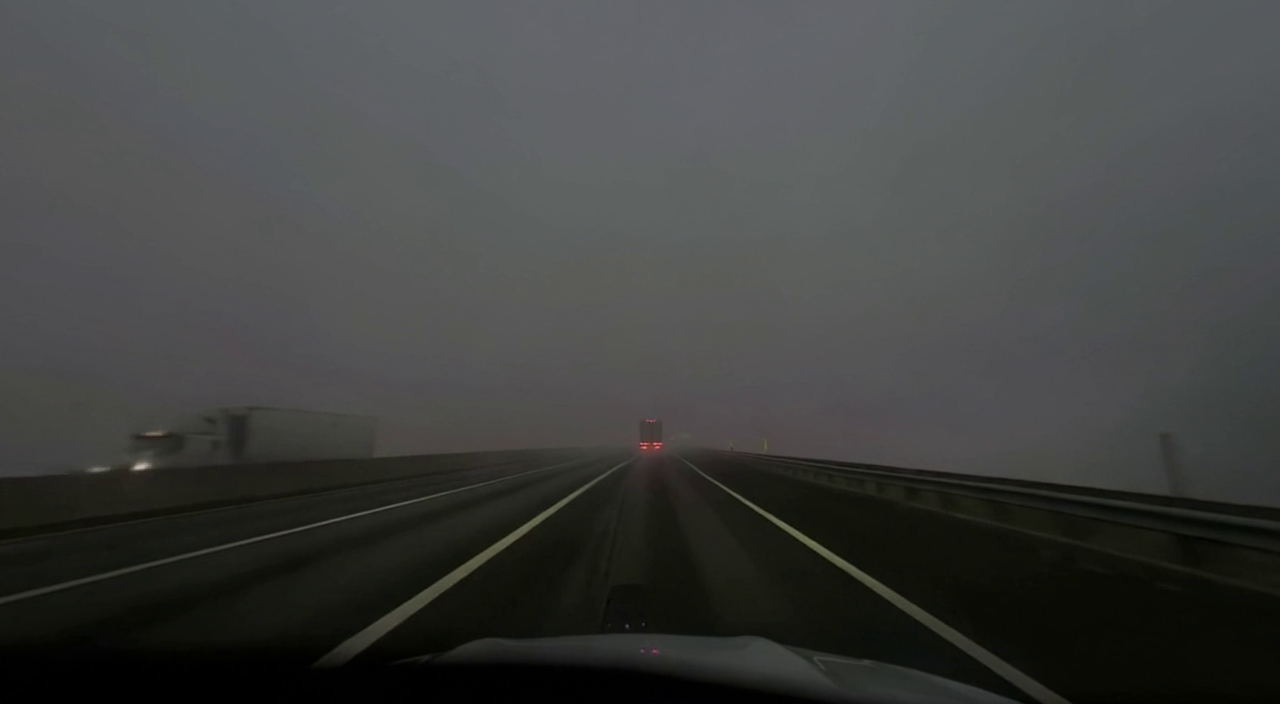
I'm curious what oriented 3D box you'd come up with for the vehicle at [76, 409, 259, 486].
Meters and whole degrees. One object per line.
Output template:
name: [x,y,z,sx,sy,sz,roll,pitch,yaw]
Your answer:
vehicle: [-22.234,4.591,30.327,2.761,3.210,7.561,0,-8,1]
